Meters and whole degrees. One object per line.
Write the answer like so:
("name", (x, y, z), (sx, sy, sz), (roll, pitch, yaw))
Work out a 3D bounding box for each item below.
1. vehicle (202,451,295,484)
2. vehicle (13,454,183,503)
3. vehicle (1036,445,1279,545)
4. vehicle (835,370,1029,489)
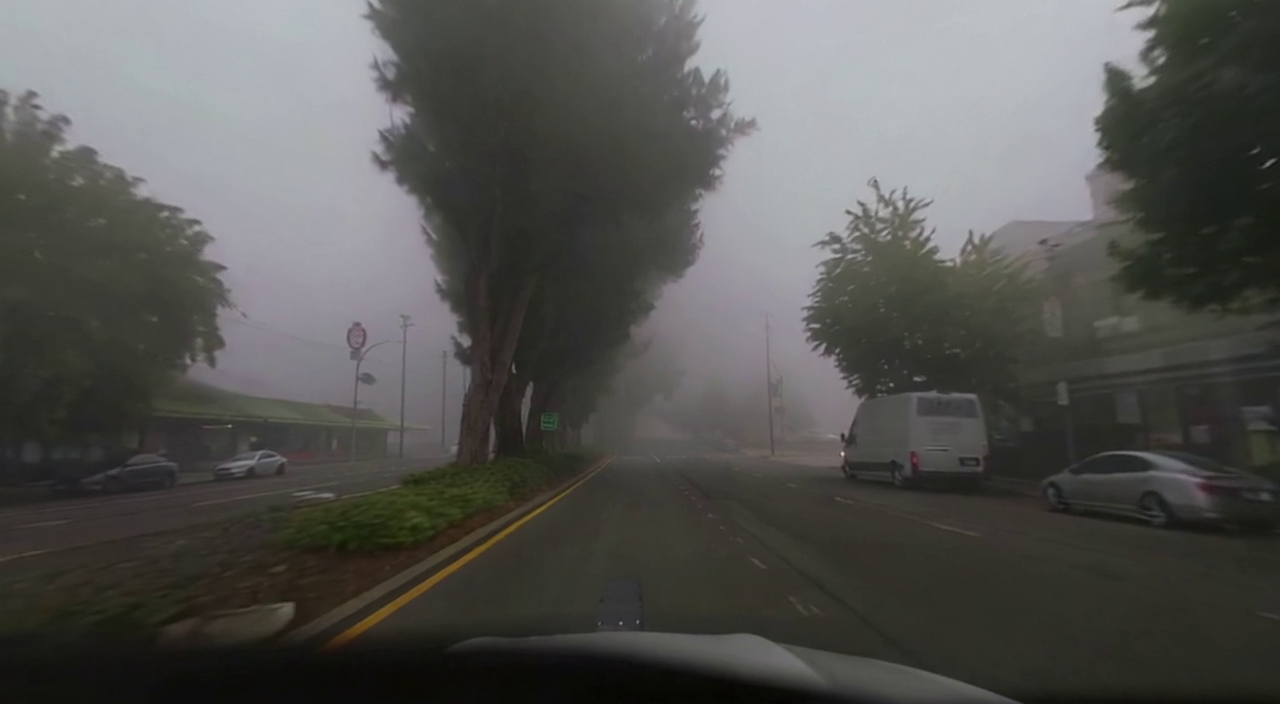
("vehicle", (-19.562, 5.757, 31.801), (1.813, 1.465, 4.454), (-1, -9, 0))
("vehicle", (-19.492, 4.533, 23.102), (1.975, 1.484, 4.820), (0, -9, 0))
("vehicle", (9.723, 2.431, 11.572), (1.827, 1.414, 4.879), (0, -9, 1))
("vehicle", (9.598, 2.827, 22.201), (2.684, 3.381, 8.336), (0, -9, 0))
